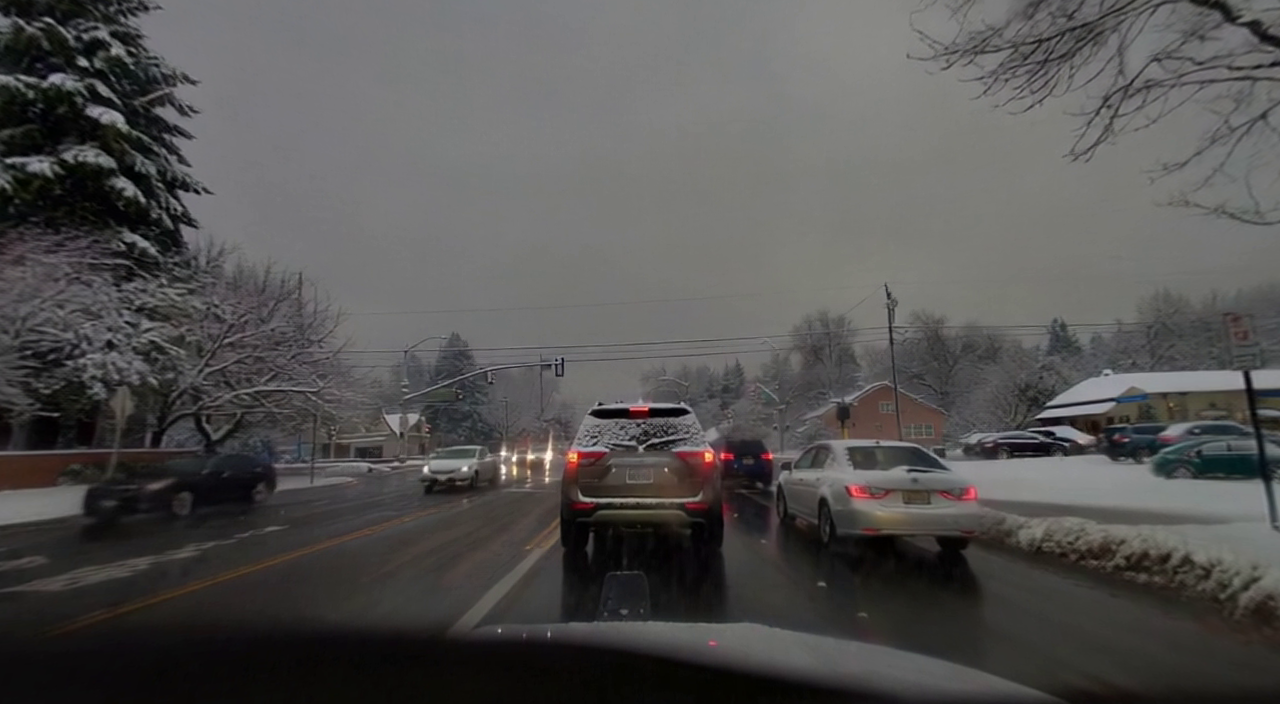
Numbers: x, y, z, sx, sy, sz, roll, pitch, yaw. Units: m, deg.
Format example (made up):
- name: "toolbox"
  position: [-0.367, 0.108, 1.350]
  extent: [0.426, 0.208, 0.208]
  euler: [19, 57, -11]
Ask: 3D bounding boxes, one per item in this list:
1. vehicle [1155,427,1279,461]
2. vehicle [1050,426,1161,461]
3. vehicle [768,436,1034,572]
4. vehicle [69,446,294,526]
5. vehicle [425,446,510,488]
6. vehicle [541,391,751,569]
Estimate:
- name: "vehicle"
  position: [25.898, 4.081, 27.854]
  extent: [4.420, 1.469, 1.807]
  euler: [0, -8, 0]
- name: "vehicle"
  position: [26.605, 5.228, 35.989]
  extent: [4.704, 1.919, 2.130]
  euler: [0, -9, -3]
- name: "vehicle"
  position: [3.351, 2.021, 9.225]
  extent: [1.900, 1.478, 4.425]
  euler: [0, -9, -2]
- name: "vehicle"
  position: [-10.569, 3.061, 15.083]
  extent: [1.772, 1.561, 4.773]
  euler: [0, -8, 0]
- name: "vehicle"
  position: [-6.647, 4.463, 24.791]
  extent: [1.981, 1.478, 4.701]
  euler: [0, -9, 1]
- name: "vehicle"
  position: [0.030, 1.720, 9.074]
  extent: [2.296, 1.947, 4.168]
  euler: [0, -9, -1]
